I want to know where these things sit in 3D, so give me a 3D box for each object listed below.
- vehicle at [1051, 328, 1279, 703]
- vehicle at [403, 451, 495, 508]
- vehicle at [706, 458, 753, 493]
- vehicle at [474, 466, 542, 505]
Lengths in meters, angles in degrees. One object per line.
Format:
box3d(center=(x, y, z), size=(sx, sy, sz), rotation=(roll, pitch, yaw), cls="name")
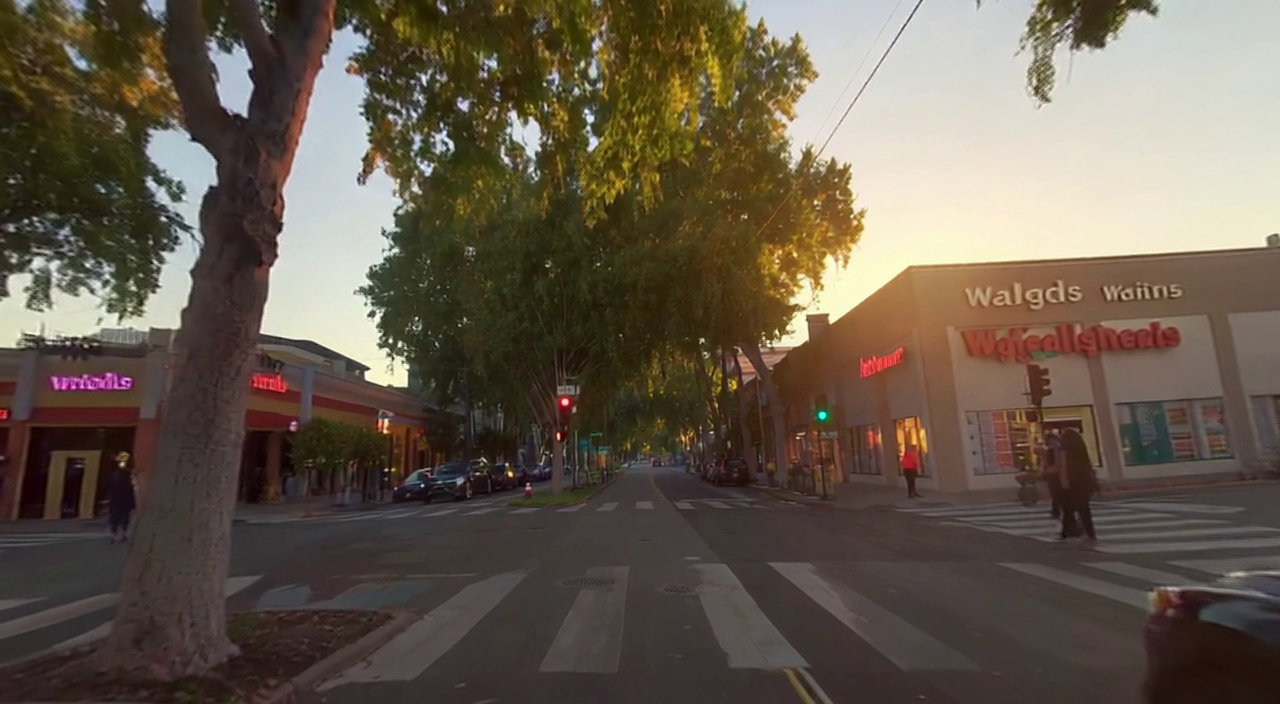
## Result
box3d(center=(2.661, 0.690, 1.206), size=(1.822, 1.654, 2.794), rotation=(0, -8, 1), cls="vehicle")
box3d(center=(-8.798, 5.900, 29.873), size=(2.489, 2.323, 5.843), rotation=(0, -8, 0), cls="vehicle")
box3d(center=(5.199, 7.211, 37.270), size=(2.010, 1.844, 4.386), rotation=(0, -8, -2), cls="vehicle")
box3d(center=(-5.745, 5.871, 28.155), size=(1.983, 1.438, 4.559), rotation=(0, -8, 1), cls="vehicle")
